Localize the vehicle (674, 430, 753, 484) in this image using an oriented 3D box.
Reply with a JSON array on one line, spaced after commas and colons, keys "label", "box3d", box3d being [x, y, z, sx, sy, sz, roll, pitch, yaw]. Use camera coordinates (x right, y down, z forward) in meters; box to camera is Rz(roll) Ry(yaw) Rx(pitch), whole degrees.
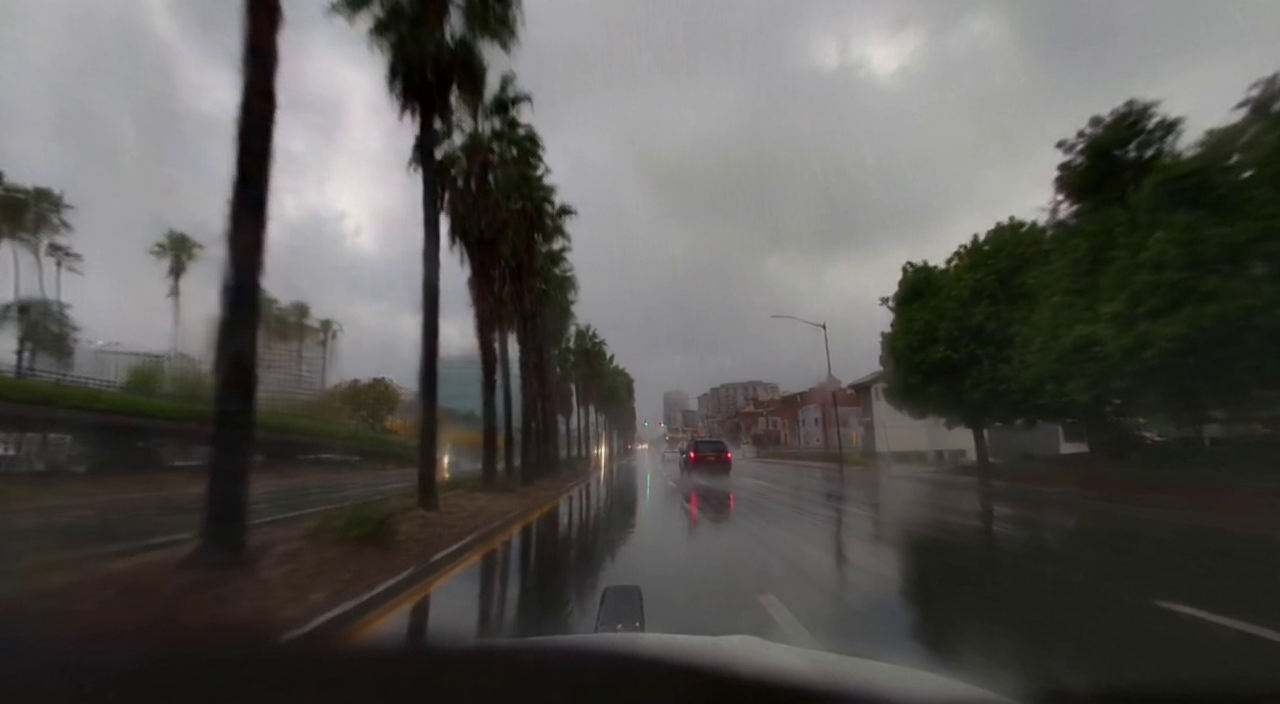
[{"label": "vehicle", "box3d": [2.906, 4.360, 26.553, 2.559, 2.017, 5.562, 0, -9, -1]}]
